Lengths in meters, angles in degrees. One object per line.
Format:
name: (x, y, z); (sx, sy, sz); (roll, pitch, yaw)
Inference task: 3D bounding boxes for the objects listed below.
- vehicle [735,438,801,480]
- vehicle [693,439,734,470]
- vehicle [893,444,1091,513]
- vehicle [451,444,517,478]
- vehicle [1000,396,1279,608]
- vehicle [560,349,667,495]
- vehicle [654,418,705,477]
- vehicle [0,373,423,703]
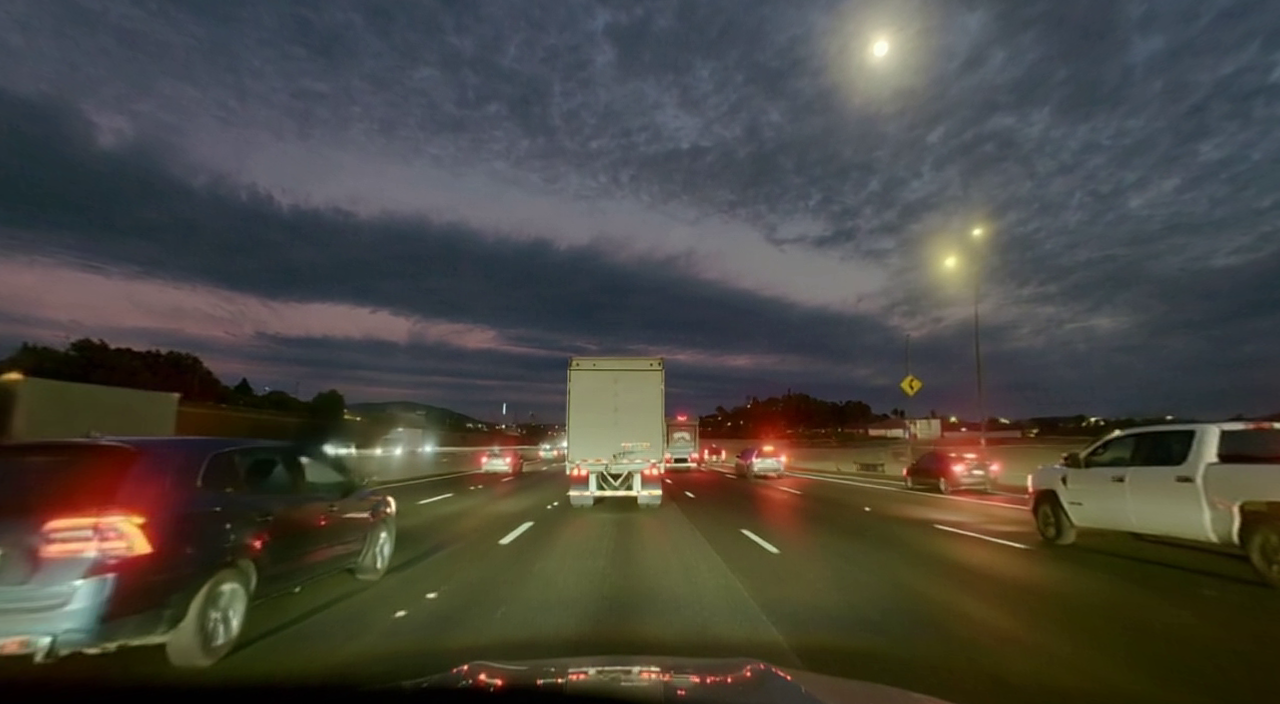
vehicle: (6.188, 5.232, 31.062); (2.070, 1.888, 4.546); (0, -9, -3)
vehicle: (5.458, 7.674, 47.455); (2.297, 2.116, 5.052); (0, -9, -2)
vehicle: (8.624, 3.114, 16.189); (2.002, 1.472, 4.950); (0, -9, -3)
vehicle: (-7.345, 5.170, 30.248); (1.973, 1.471, 4.779); (0, -9, -1)
vehicle: (6.345, 1.436, 6.555); (2.188, 1.731, 5.031); (0, -9, -1)
vehicle: (-0.743, 2.723, 22.866); (2.906, 4.040, 10.743); (0, -9, 0)
vehicle: (2.465, 6.360, 42.218); (2.669, 3.491, 8.645); (0, -9, -1)
vehicle: (-3.344, 1.220, 4.849); (1.946, 1.641, 4.105); (0, -9, -1)
